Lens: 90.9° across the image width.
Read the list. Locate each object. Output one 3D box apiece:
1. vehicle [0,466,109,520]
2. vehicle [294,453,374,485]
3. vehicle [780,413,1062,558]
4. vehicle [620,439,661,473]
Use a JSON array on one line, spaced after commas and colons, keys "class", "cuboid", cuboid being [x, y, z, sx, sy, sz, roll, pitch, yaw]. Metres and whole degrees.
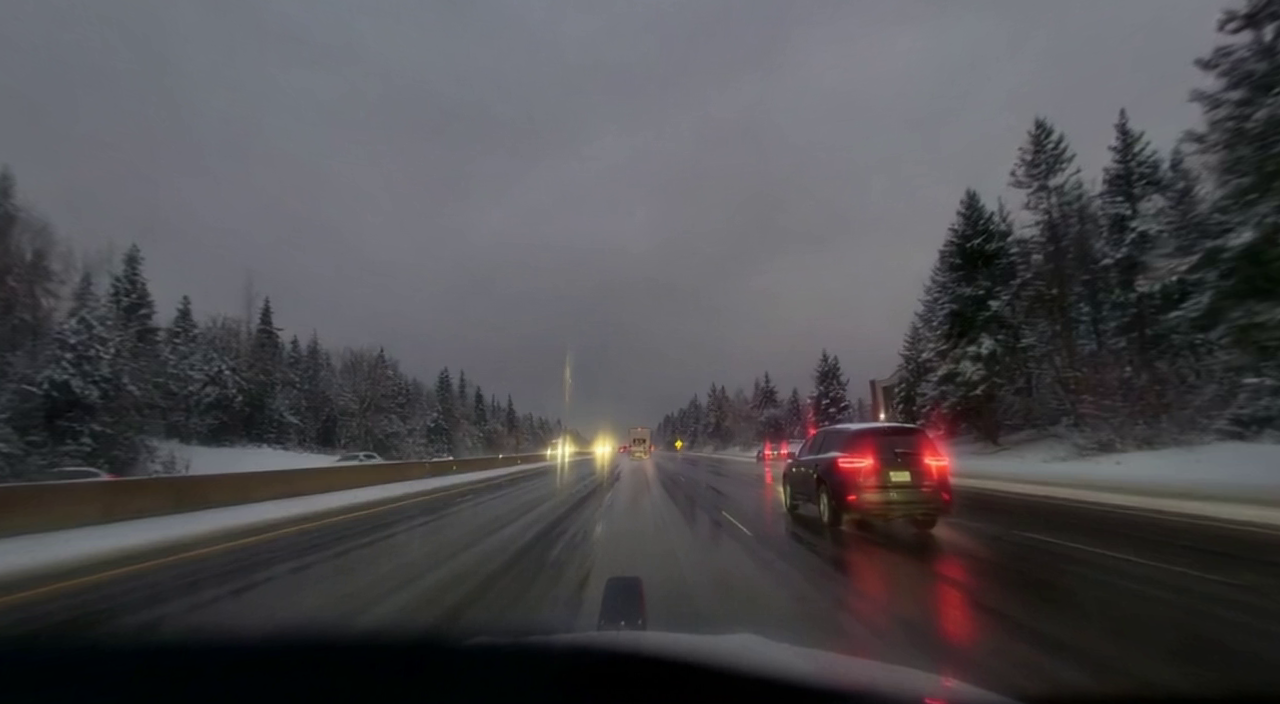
[{"class": "vehicle", "cuboid": [-19.556, 4.362, 19.710, 1.794, 1.457, 4.626, 0, -9, 0]}, {"class": "vehicle", "cuboid": [-15.975, 6.112, 33.184, 1.858, 1.499, 4.422, 0, -9, 2]}, {"class": "vehicle", "cuboid": [3.704, 1.894, 9.632, 2.008, 1.595, 5.082, 0, -9, 1]}, {"class": "vehicle", "cuboid": [0.017, 5.423, 32.931, 2.015, 1.639, 4.086, 0, -9, 0]}]
